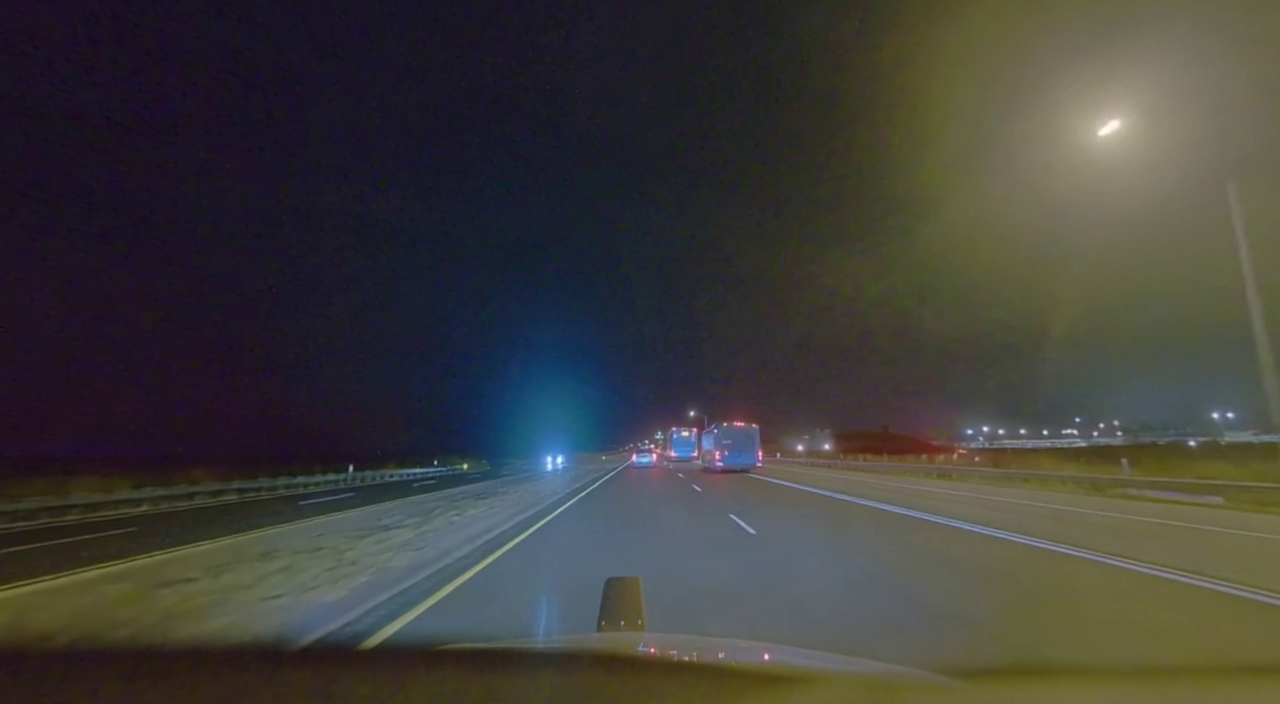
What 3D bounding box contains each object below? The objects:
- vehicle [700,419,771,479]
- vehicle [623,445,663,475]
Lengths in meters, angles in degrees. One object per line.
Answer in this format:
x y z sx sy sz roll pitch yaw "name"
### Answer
4.400 4.644 30.182 2.440 2.555 5.957 0 -9 0 "vehicle"
0.147 5.716 33.544 2.004 1.449 3.817 0 -9 -1 "vehicle"
